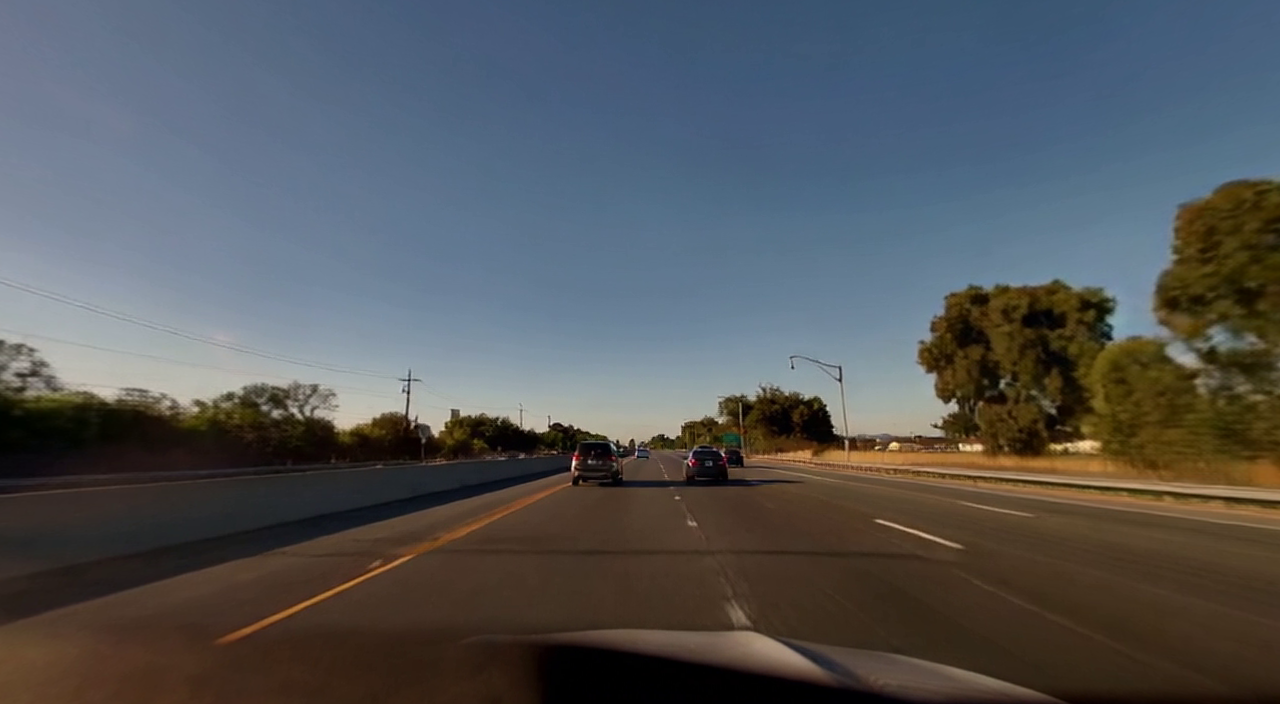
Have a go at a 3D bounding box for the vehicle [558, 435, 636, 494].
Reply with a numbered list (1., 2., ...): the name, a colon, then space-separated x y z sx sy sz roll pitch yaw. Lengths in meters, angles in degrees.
1. vehicle: -1.292 3.663 20.821 2.142 1.724 4.344 0 -9 1

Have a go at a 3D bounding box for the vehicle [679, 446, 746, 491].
1. vehicle: 2.536 4.195 23.007 2.004 1.471 4.032 1 -9 1
